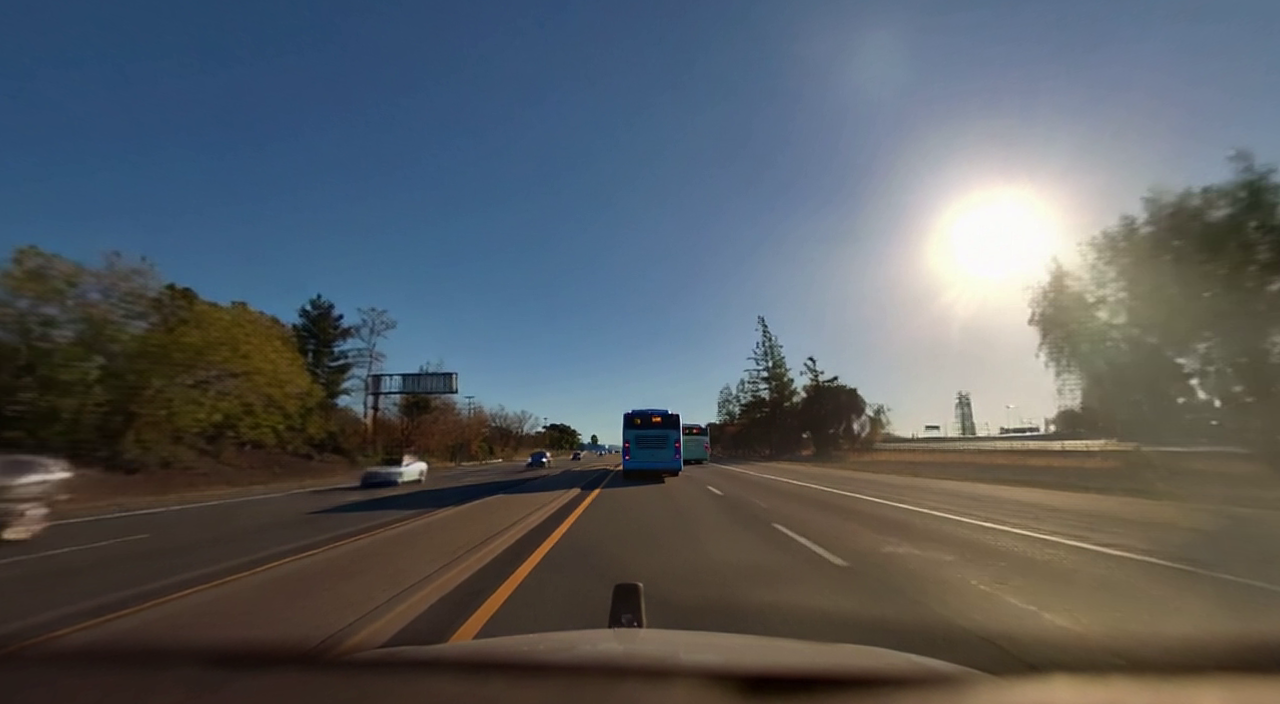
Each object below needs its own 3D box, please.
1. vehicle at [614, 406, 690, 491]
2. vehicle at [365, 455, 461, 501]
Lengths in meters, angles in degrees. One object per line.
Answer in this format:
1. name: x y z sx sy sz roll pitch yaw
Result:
1. vehicle: 0.346 3.523 22.972 2.414 2.675 5.574 0 -9 -1
2. vehicle: -8.588 4.789 24.194 1.941 1.525 4.719 -1 -9 0
